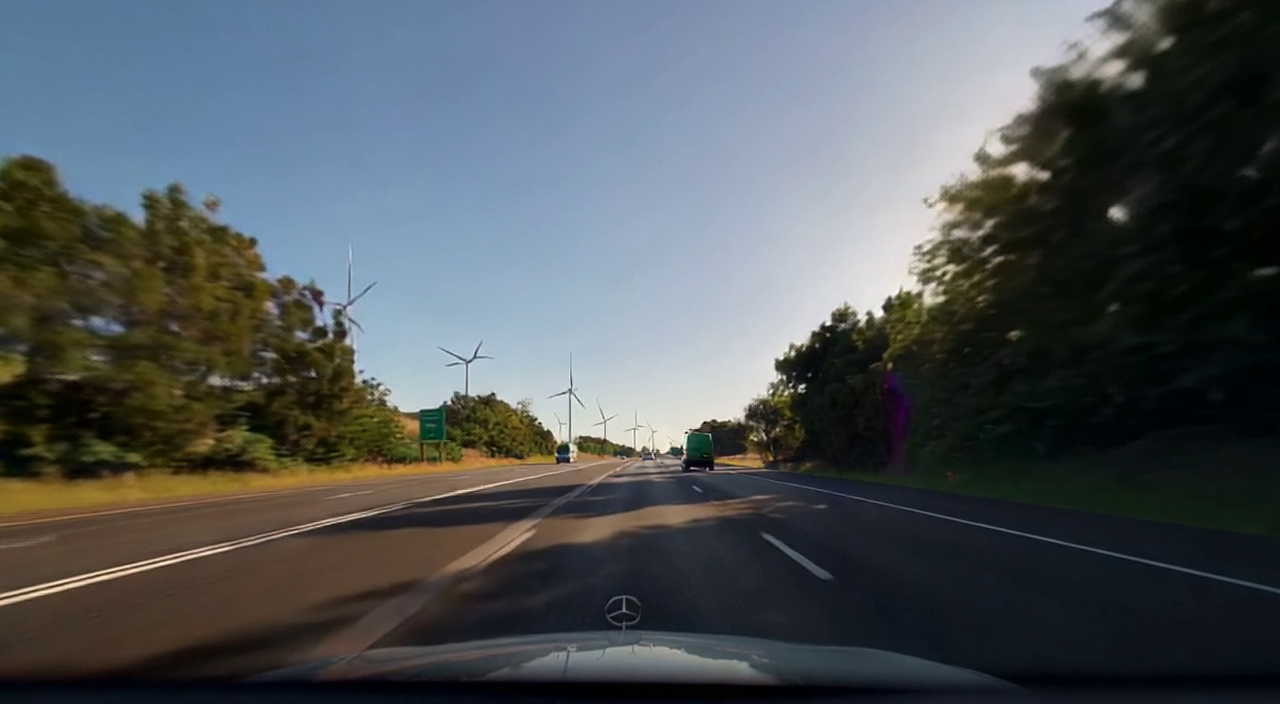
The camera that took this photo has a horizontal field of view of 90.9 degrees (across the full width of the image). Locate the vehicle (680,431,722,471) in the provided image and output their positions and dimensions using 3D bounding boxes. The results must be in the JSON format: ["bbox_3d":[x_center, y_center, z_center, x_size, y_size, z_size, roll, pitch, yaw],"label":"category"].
[{"bbox_3d":[4.404,7.293,46.571,2.437,2.735,5.507,0,-9,-1],"label":"vehicle"}]
